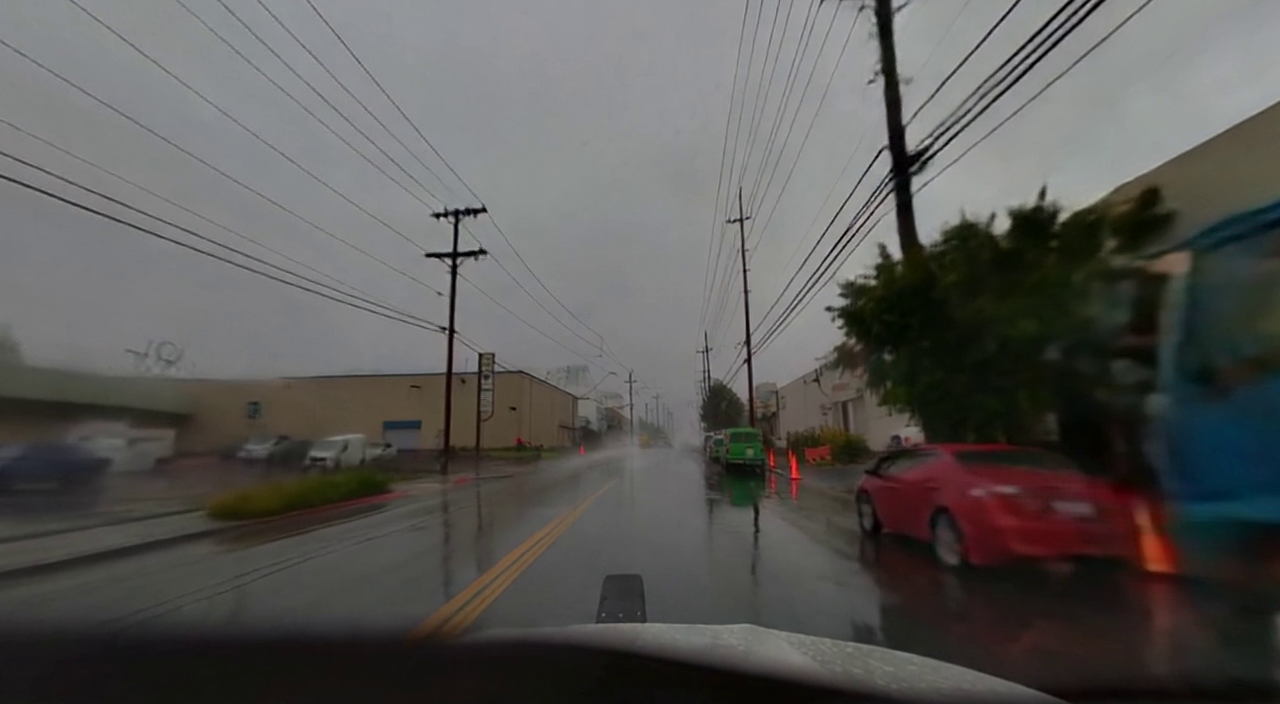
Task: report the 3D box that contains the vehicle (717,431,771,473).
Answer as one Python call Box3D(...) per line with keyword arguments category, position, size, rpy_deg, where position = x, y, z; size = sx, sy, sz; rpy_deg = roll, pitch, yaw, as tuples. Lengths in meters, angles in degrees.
Box3D(category="vehicle", position=(5.279, 5.164, 32.764), size=(2.010, 1.985, 5.124), rpy_deg=(-1, -8, 1))

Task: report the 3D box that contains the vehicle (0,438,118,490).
Box3D(category="vehicle", position=(-23.270, 4.264, 24.251), size=(4.417, 1.867, 2.030), rpy_deg=(1, -8, -6))

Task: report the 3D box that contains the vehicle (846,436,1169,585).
Box3D(category="vehicle", position=(4.559, 1.968, 8.747), size=(1.918, 1.543, 4.028), rpy_deg=(0, -8, -2))

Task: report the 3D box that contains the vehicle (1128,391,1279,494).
Box3D(category="vehicle", position=(11.460, 1.593, 10.953), size=(1.913, 1.672, 4.770), rpy_deg=(2, -8, -5))

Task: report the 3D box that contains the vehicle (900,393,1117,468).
Box3D(category="vehicle", position=(12.805, 2.822, 22.387), size=(6.092, 2.433, 2.196), rpy_deg=(-1, -8, 5))

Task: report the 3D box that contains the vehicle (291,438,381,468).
Box3D(category="vehicle", position=(-17.942, 5.964, 37.644), size=(2.102, 1.628, 5.130), rpy_deg=(-2, -8, 10))
